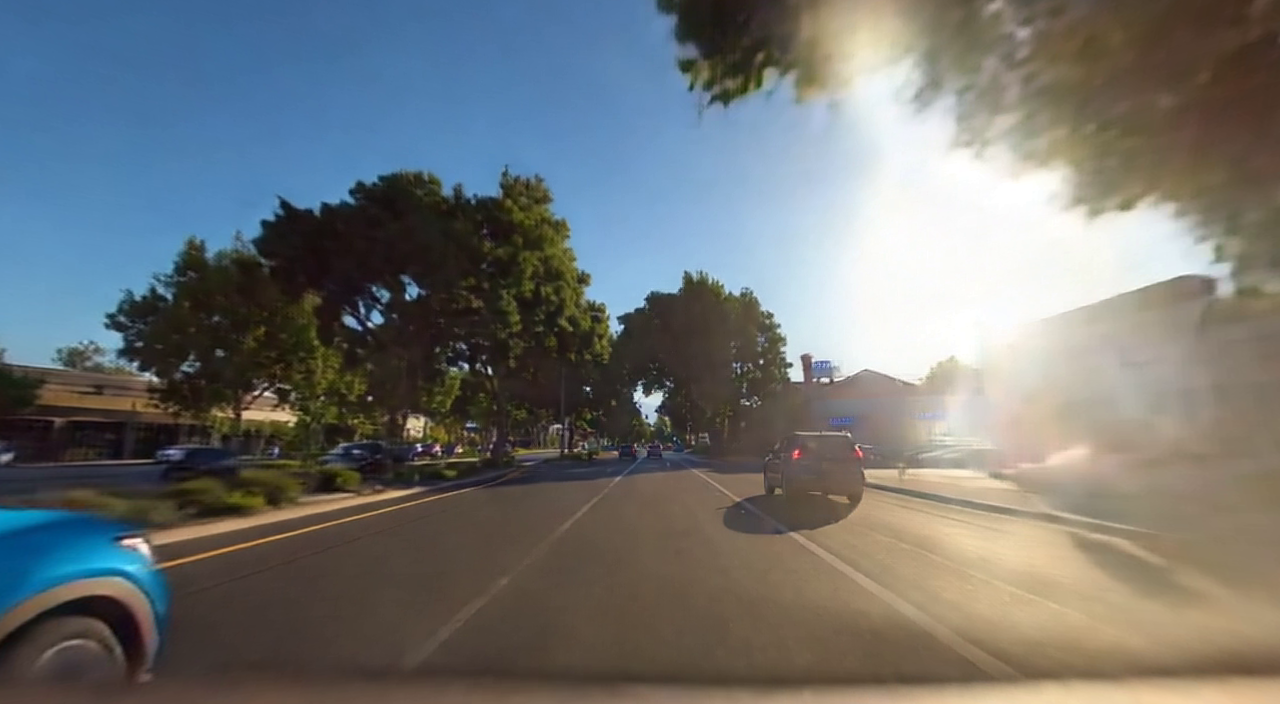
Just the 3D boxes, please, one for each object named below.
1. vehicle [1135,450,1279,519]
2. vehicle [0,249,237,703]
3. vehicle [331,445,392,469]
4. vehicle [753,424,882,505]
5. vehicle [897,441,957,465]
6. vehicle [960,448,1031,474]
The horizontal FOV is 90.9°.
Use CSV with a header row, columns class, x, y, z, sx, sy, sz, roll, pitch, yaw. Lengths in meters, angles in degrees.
class,x,y,z,sx,sy,sz,roll,pitch,yaw
vehicle,17.772,3.754,18.150,5.012,1.813,2.291,0,-9,0
vehicle,-3.360,0.426,0.932,2.210,1.925,4.838,0,-8,1
vehicle,-21.168,7.980,48.111,2.242,1.740,4.929,0,-8,2
vehicle,4.324,2.812,16.199,2.024,1.773,4.431,0,-8,0
vehicle,21.032,7.396,46.305,1.959,1.613,4.190,1,-8,-9
vehicle,21.779,6.696,38.822,1.822,1.460,4.409,0,-8,1
